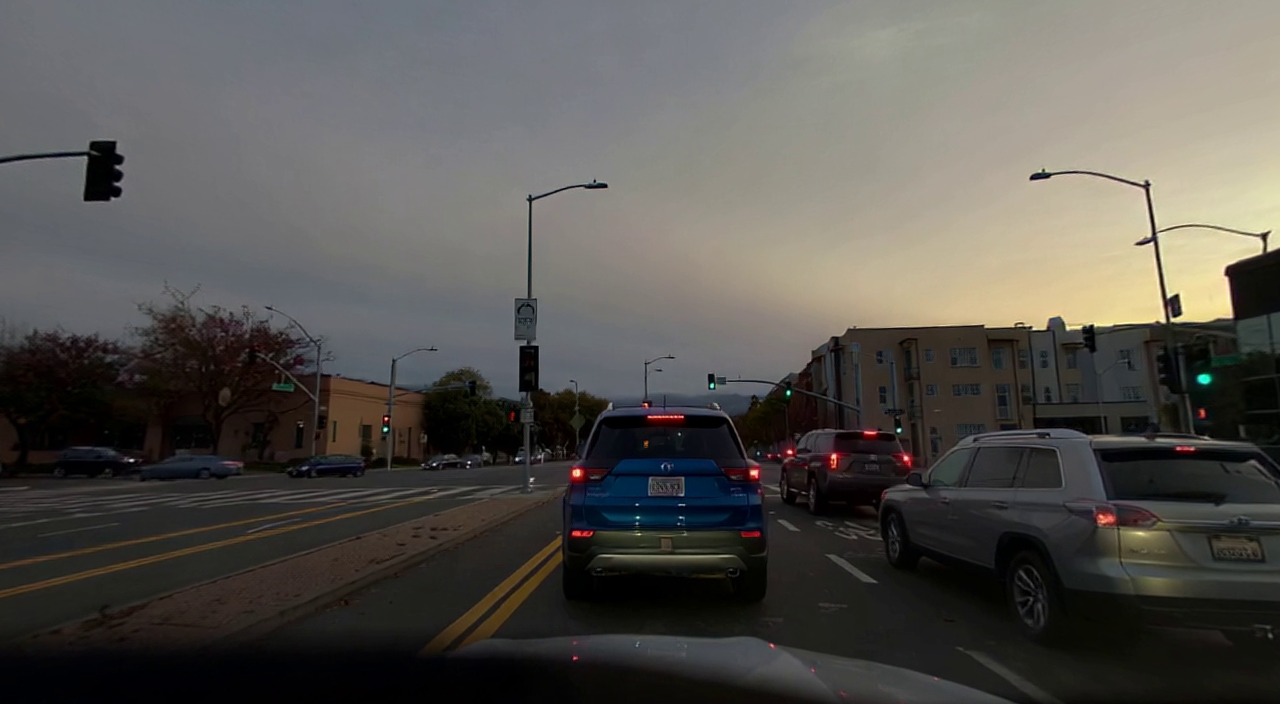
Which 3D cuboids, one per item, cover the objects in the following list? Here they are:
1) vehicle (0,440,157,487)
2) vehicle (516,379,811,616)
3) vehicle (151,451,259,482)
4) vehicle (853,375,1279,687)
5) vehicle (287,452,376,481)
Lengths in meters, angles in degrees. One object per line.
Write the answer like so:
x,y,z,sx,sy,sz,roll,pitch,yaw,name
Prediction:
-24.577,4.839,27.554,5.062,1.946,2.243,0,-9,-1,vehicle
0.228,1.463,7.221,2.292,1.840,4.394,0,-9,1,vehicle
-27.550,7.260,40.196,5.156,1.849,2.044,1,-9,-8,vehicle
3.601,1.292,5.665,2.018,1.701,4.288,0,-9,2,vehicle
-20.304,7.490,41.759,2.089,1.739,4.744,-6,-11,36,vehicle
